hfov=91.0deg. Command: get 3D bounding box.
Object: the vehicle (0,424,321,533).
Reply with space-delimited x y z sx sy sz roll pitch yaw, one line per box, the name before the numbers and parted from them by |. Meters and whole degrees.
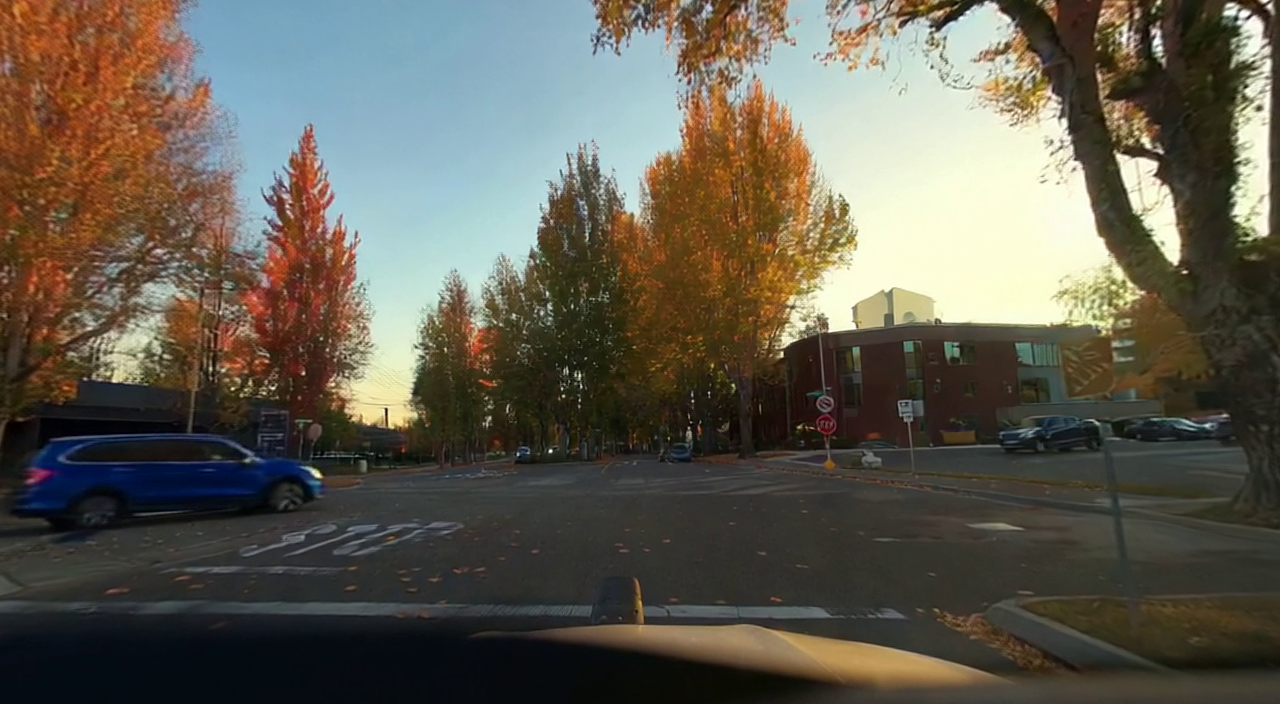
vehicle | -10.689 2.746 14.317 5.607 2.012 2.284 7 -11 -40
